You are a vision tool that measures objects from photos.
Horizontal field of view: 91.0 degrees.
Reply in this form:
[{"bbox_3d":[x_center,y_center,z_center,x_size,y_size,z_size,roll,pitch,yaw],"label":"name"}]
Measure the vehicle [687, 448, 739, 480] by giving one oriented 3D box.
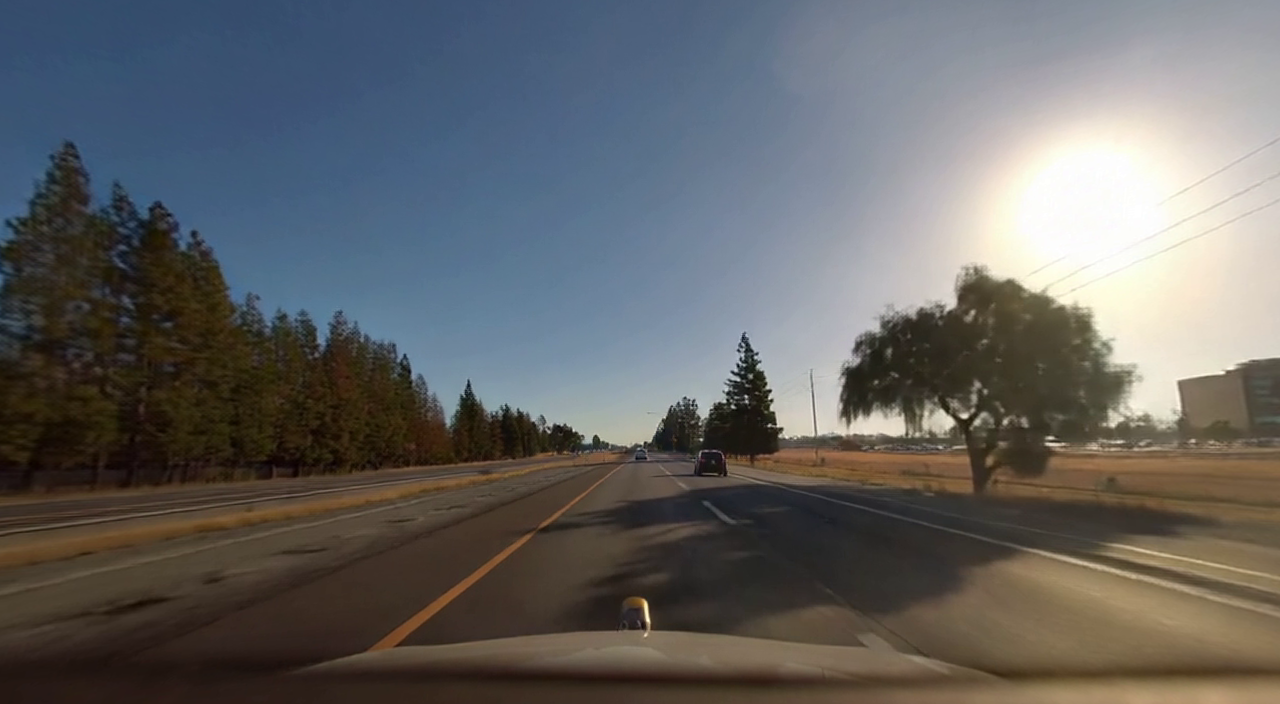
[{"bbox_3d":[3.627,5.663,32.114,2.115,1.522,4.330,0,-9,-1],"label":"vehicle"}]
